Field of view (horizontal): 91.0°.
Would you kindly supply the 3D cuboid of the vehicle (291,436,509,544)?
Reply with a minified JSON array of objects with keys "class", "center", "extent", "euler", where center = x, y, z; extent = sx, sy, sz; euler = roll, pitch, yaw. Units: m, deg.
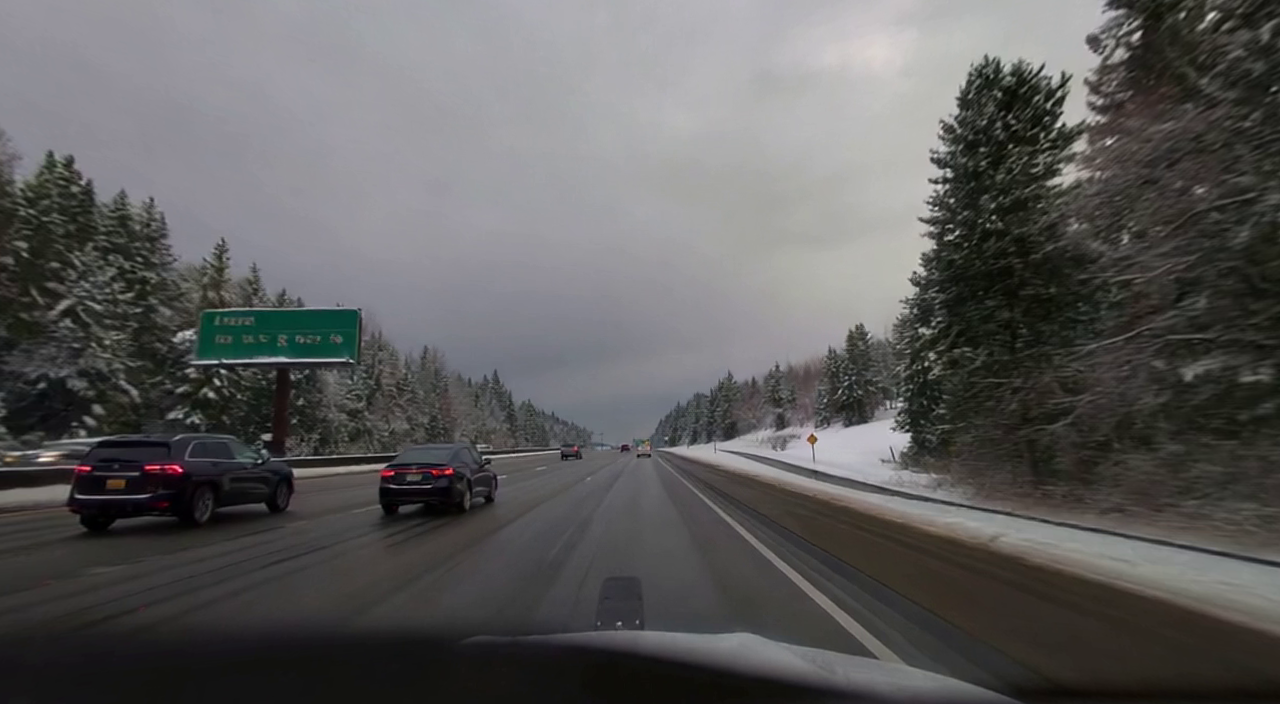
[{"class":"vehicle","center":[-4.010,2.381,11.600],"extent":[2.104,1.558,4.639],"euler":[0,-9,1]}]

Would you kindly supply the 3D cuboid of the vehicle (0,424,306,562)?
[{"class":"vehicle","center":[-7.259,1.984,9.590],"extent":[2.007,1.616,4.141],"euler":[0,-9,1]}]
